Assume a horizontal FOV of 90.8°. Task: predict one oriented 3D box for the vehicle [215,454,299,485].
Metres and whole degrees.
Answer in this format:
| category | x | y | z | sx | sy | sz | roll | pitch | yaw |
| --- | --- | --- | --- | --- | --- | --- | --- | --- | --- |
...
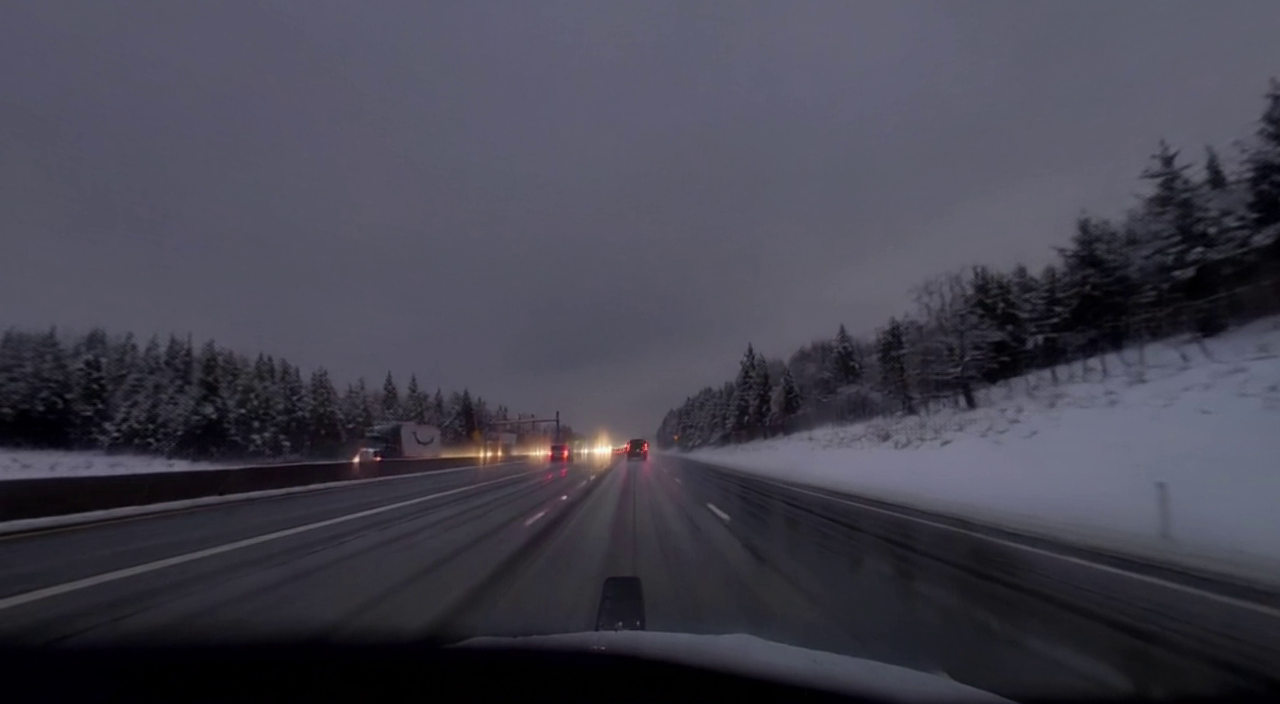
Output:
| category | x | y | z | sx | sy | sz | roll | pitch | yaw |
| --- | --- | --- | --- | --- | --- | --- | --- | --- | --- |
| vehicle | -19.209 | 5.862 | 31.823 | 1.730 | 1.403 | 3.973 | 0 | -9 | 0 |
